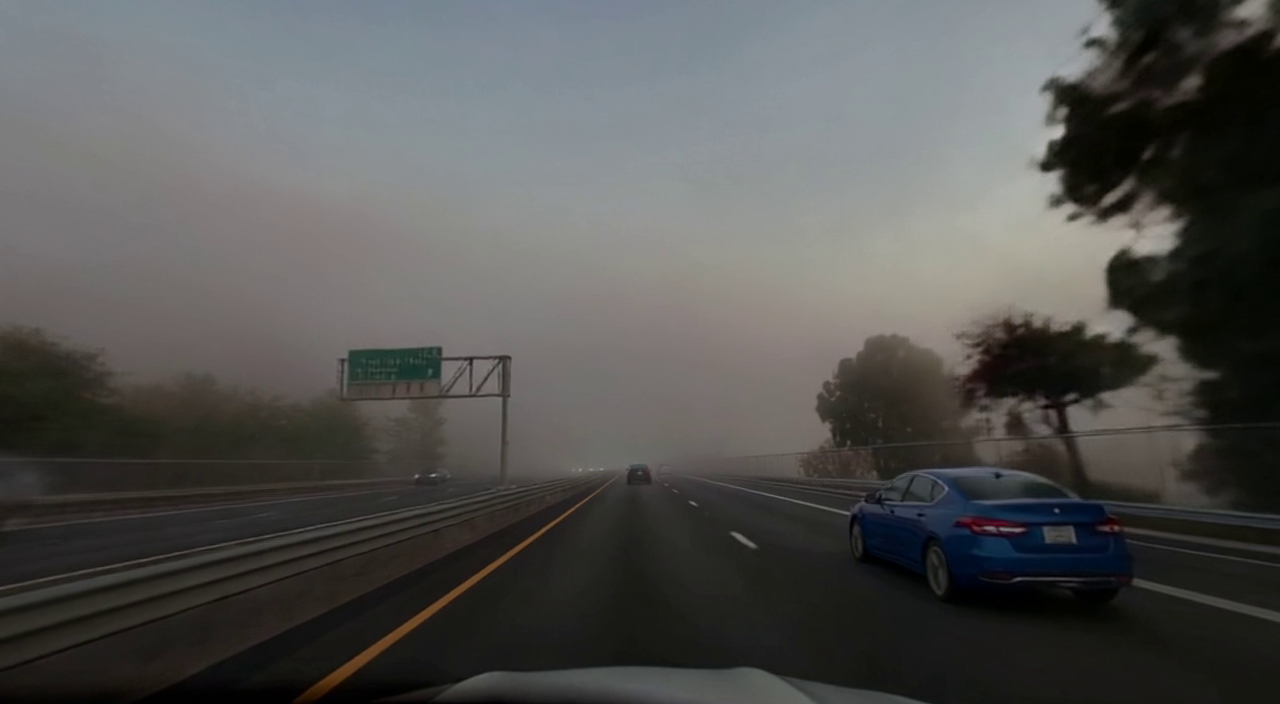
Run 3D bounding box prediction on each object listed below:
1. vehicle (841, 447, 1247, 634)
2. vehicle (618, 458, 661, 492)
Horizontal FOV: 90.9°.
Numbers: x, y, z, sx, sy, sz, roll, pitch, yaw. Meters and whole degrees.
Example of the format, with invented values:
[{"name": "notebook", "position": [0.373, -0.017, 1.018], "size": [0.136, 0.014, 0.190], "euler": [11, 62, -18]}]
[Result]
[{"name": "vehicle", "position": [3.981, 1.932, 7.264], "size": [1.938, 1.494, 4.032], "euler": [1, -11, -1]}, {"name": "vehicle", "position": [-0.043, 6.371, 32.630], "size": [2.037, 1.605, 3.833], "euler": [1, -11, -1]}]
